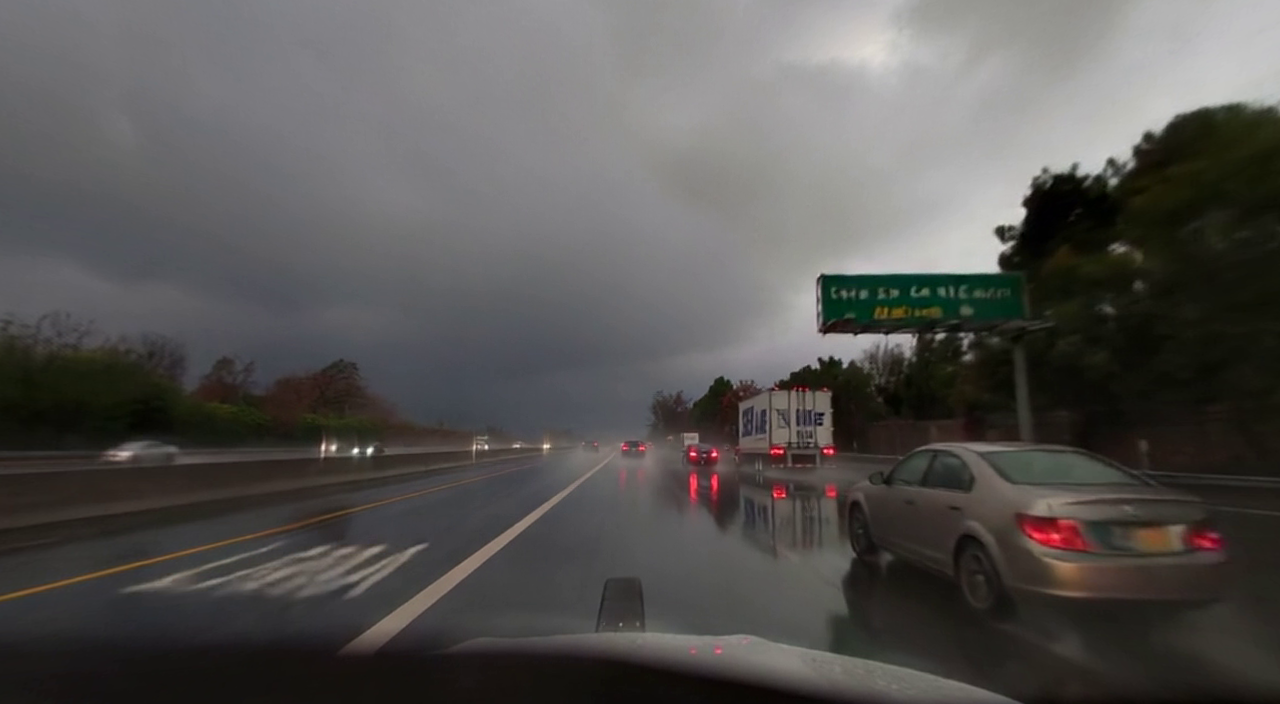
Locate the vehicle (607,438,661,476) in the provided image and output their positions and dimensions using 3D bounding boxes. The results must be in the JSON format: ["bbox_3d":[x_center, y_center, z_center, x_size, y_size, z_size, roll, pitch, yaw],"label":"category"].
[{"bbox_3d":[-0.300,4.433,26.970,2.098,1.475,3.997,0,-9,-2],"label":"vehicle"}]

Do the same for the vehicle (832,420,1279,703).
[{"bbox_3d":[3.254,1.371,5.213,1.865,1.427,4.448,0,-9,-1],"label":"vehicle"}]

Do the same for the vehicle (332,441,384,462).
[{"bbox_3d":[-21.252,7.481,47.807,1.874,1.496,4.682,0,-9,-1],"label":"vehicle"}]

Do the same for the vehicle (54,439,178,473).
[{"bbox_3d":[-24.620,4.888,29.950,1.853,1.466,4.711,0,-9,-1],"label":"vehicle"}]

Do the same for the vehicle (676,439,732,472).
[{"bbox_3d":[3.029,5.051,31.035,1.993,1.504,4.781,0,-9,-3],"label":"vehicle"}]

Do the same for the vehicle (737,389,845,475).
[{"bbox_3d":[7.128,4.054,31.469,2.799,3.655,8.627,0,-9,-3],"label":"vehicle"}]
